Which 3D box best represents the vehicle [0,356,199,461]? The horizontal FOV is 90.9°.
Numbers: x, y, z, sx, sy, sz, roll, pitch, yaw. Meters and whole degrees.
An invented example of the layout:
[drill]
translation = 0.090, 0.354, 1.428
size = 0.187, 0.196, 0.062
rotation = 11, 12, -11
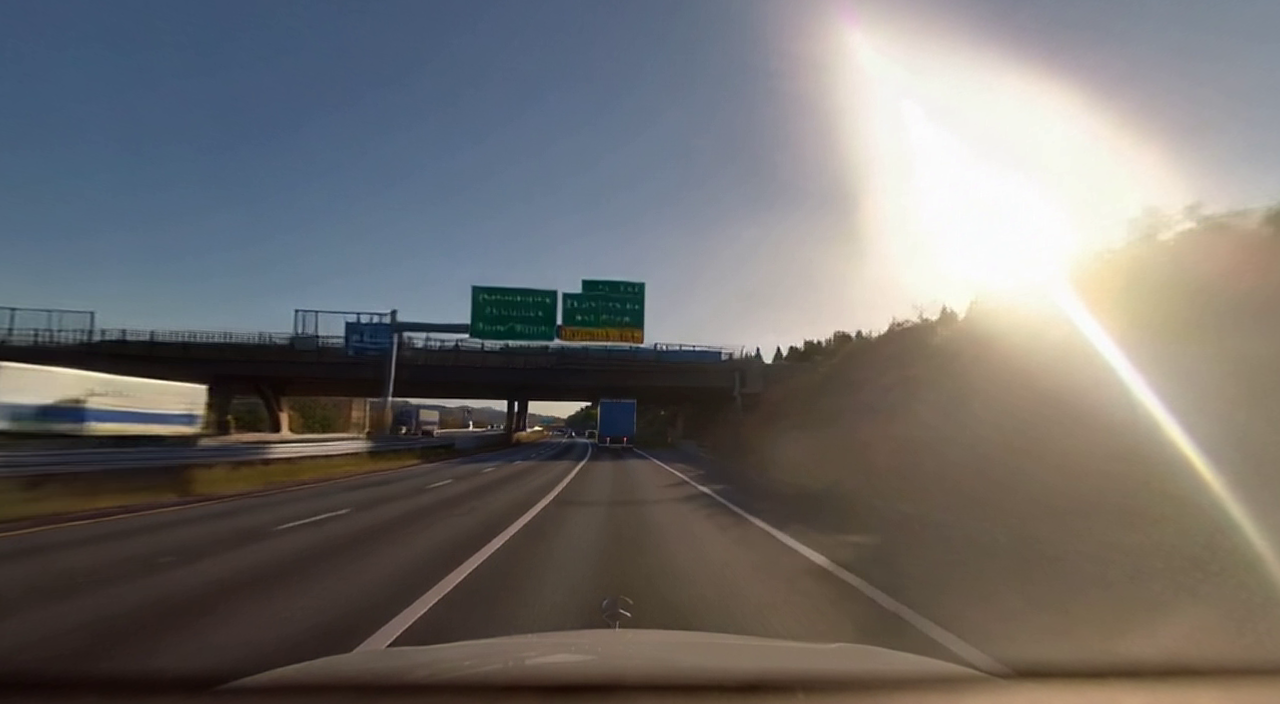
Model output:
[vehicle]
translation = -24.913, 2.648, 27.164
size = 3.339, 3.734, 12.428
rotation = 1, -8, -3
